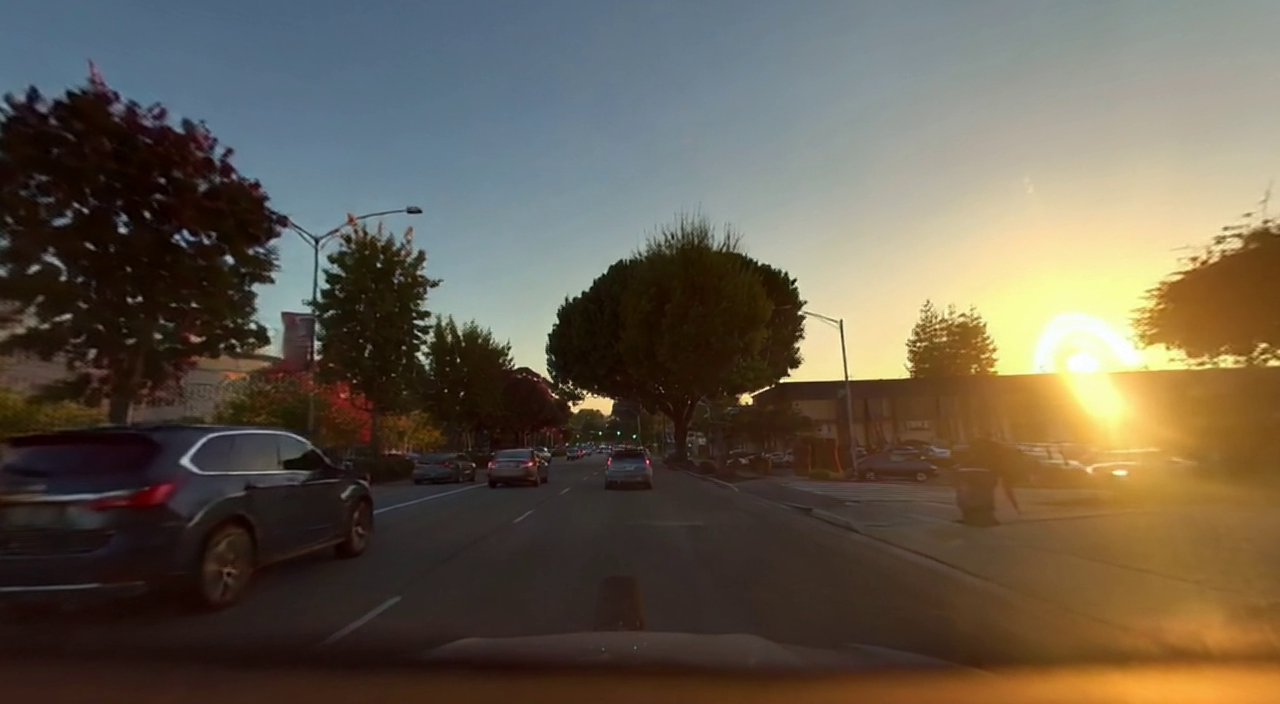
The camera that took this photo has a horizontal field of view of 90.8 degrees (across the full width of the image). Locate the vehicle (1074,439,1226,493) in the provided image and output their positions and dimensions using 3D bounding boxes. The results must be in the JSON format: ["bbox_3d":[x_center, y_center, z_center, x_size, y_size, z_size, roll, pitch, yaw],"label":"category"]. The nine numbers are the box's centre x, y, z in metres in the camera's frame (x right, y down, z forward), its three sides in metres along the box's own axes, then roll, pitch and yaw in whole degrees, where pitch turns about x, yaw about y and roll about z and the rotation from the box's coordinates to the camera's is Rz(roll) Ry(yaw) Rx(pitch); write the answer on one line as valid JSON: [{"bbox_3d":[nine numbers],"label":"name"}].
[{"bbox_3d":[16.009,3.524,19.812,4.619,1.523,1.873,4,-10,-27],"label":"vehicle"}]

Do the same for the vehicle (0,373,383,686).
[{"bbox_3d":[-4.411,1.350,5.938,2.096,1.807,4.413,0,-9,0],"label":"vehicle"}]

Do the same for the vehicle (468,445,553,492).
[{"bbox_3d":[-4.438,4.055,22.436,1.973,1.456,4.850,0,-9,0],"label":"vehicle"}]

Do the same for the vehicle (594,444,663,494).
[{"bbox_3d":[-0.409,3.773,20.811,2.061,1.469,3.954,0,-9,-2],"label":"vehicle"}]

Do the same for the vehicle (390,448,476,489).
[{"bbox_3d":[-8.087,4.557,25.091,2.009,1.470,4.179,0,-9,-1],"label":"vehicle"}]

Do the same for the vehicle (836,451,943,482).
[{"bbox_3d":[13.416,6.165,34.271,4.877,1.603,2.197,0,-9,2],"label":"vehicle"}]
